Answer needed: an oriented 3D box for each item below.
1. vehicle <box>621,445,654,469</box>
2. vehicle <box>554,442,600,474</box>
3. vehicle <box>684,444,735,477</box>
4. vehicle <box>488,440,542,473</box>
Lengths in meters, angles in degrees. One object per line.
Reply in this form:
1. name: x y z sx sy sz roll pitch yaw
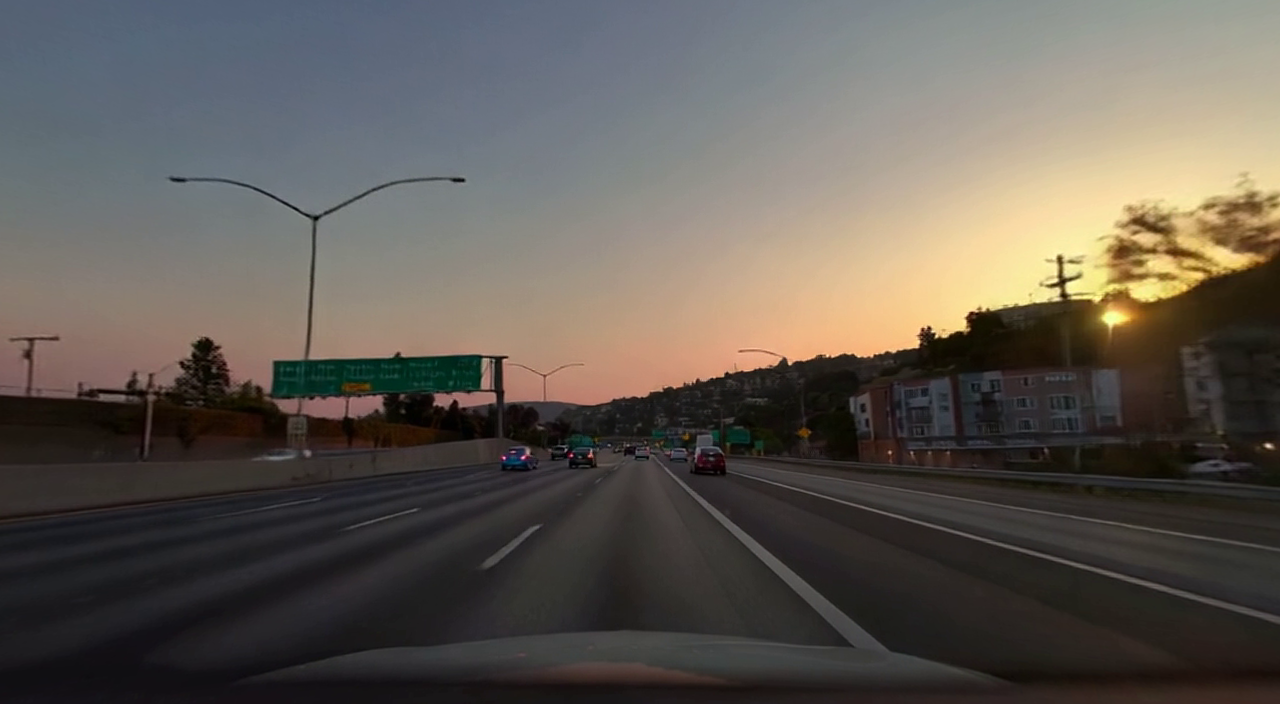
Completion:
1. vehicle: -0.163 7.208 43.380 2.166 1.496 4.158 0 -9 0
2. vehicle: -3.489 5.964 35.710 2.091 1.664 4.157 0 -9 1
3. vehicle: 3.523 5.581 32.682 2.077 1.527 4.553 0 -9 0
4. vehicle: -6.948 5.877 35.480 2.112 1.721 4.381 0 -9 1
